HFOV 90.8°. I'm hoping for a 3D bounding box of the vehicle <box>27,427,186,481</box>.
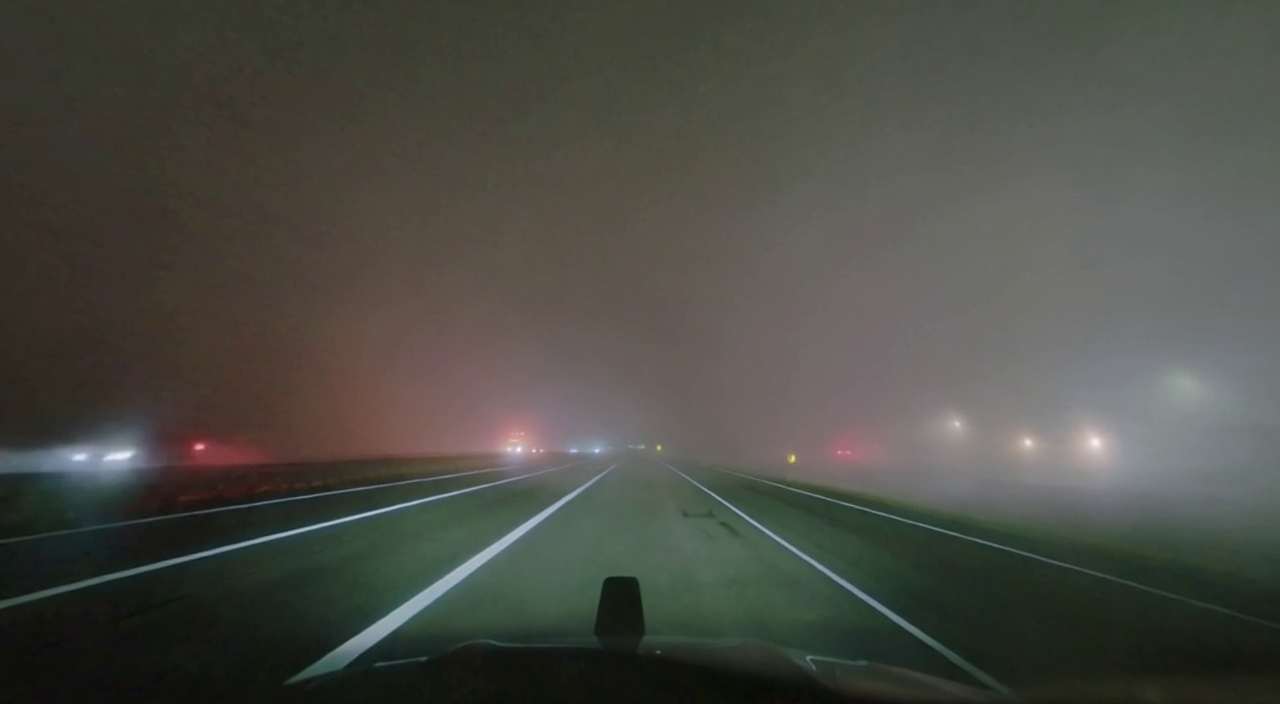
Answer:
[{"bbox_3d":[-19.601,3.777,23.506,2.016,1.787,4.393,0,-9,0],"label":"vehicle"}]
